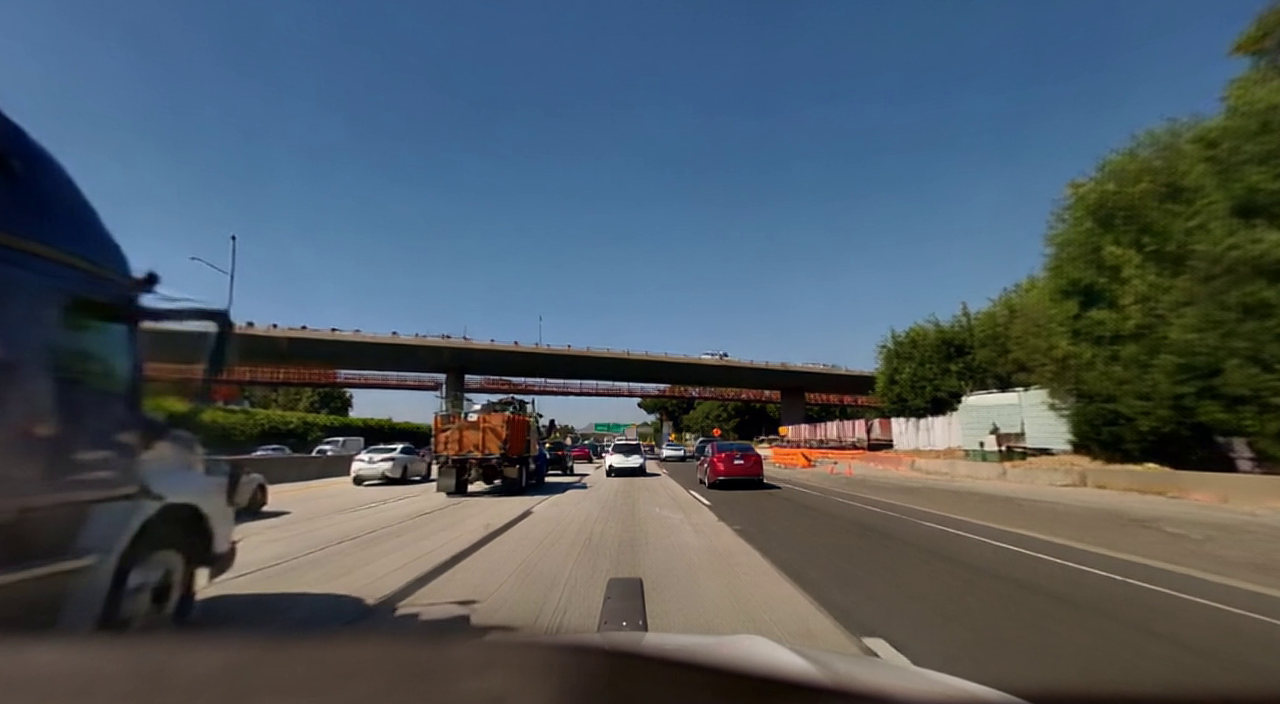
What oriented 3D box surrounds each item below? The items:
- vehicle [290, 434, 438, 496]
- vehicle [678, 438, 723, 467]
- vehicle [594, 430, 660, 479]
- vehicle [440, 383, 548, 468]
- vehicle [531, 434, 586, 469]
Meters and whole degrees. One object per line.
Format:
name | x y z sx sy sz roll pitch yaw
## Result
vehicle | -7.482 3.104 17.753 1.948 1.494 4.749 0 -8 1
vehicle | 3.182 5.374 33.939 2.003 1.465 4.092 0 -8 -1
vehicle | -0.466 3.865 23.999 2.270 1.696 4.061 0 -8 0
vehicle | -7.440 4.106 34.113 2.959 3.886 10.574 0 -8 2
vehicle | -4.036 5.007 31.969 2.124 1.639 4.344 0 -8 2
